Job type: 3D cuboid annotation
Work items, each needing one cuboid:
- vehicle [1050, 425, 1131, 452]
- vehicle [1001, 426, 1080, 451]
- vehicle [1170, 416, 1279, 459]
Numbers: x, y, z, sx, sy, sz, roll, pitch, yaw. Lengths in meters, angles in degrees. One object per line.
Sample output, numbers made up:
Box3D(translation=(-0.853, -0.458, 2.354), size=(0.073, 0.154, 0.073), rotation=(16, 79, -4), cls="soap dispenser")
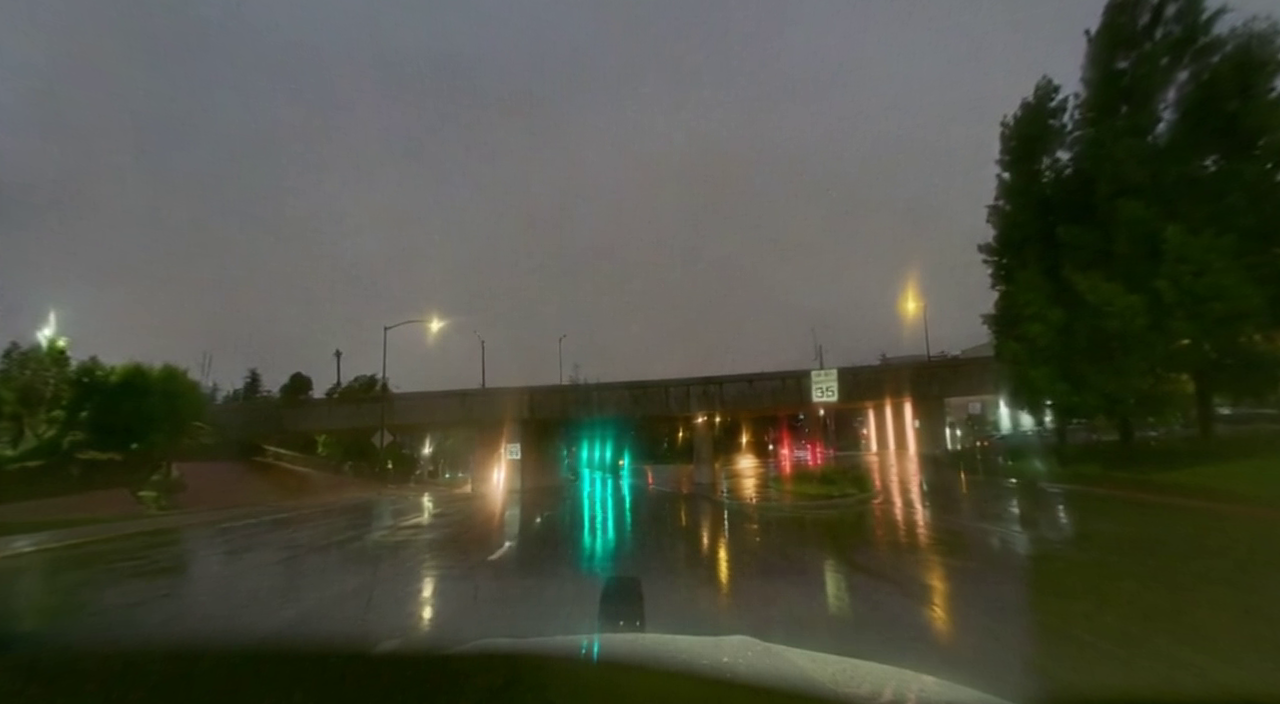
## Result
Box3D(translation=(27.386, 5.242, 38.559), size=(1.901, 1.525, 3.948), rotation=(-1, -7, -3), cls="vehicle")
Box3D(translation=(24.677, 5.381, 39.105), size=(1.931, 1.465, 4.207), rotation=(0, -8, -4), cls="vehicle")
Box3D(translation=(25.175, 3.520, 26.433), size=(1.794, 1.488, 4.553), rotation=(0, -4, -5), cls="vehicle")
